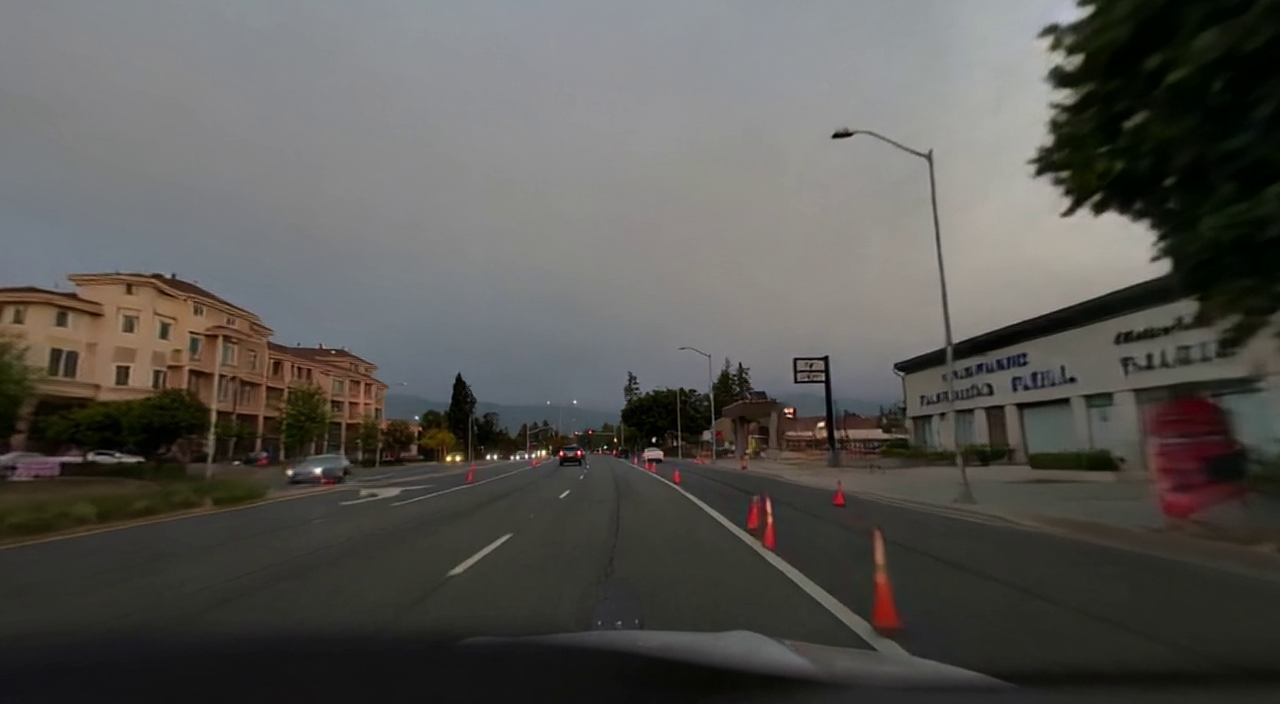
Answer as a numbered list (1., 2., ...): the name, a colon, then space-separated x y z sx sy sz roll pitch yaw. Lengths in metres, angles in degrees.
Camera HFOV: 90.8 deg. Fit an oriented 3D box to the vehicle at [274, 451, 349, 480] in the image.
1. vehicle: -18.076 6.240 35.001 1.866 1.477 4.445 0 -9 -1
